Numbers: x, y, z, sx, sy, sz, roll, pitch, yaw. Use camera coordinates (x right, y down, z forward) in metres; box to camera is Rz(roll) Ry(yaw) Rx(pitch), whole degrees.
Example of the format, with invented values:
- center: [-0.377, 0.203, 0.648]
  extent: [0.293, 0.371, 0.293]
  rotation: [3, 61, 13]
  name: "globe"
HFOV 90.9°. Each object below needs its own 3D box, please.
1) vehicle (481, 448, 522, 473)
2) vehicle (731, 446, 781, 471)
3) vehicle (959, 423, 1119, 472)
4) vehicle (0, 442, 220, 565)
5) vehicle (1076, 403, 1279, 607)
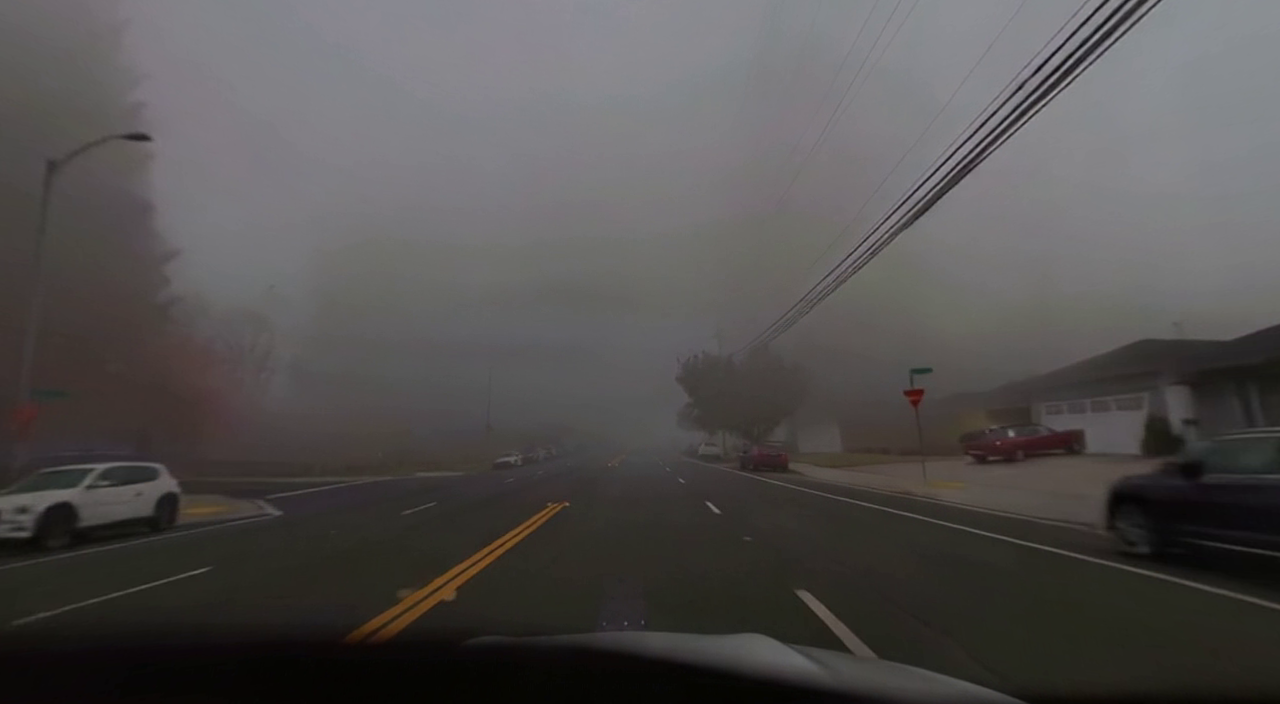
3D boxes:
- center: [-10.060, 7.904, 46.097]
  extent: [1.965, 1.675, 4.577]
  rotation: [0, -8, 0]
  name: "vehicle"
- center: [7.077, 6.546, 38.934]
  extent: [2.070, 1.428, 4.636]
  rotation: [0, -8, -1]
  name: "vehicle"
- center: [14.466, 3.496, 23.056]
  extent: [4.479, 1.671, 1.913]
  rotation: [0, -8, 1]
  name: "vehicle"
- center: [-10.495, 2.730, 12.107]
  extent: [1.984, 1.762, 4.266]
  rotation: [-3, -6, 0]
  name: "vehicle"
- center: [6.601, 1.323, 5.478]
  extent: [2.194, 1.741, 4.800]
  rotation: [0, -8, 1]
  name: "vehicle"
